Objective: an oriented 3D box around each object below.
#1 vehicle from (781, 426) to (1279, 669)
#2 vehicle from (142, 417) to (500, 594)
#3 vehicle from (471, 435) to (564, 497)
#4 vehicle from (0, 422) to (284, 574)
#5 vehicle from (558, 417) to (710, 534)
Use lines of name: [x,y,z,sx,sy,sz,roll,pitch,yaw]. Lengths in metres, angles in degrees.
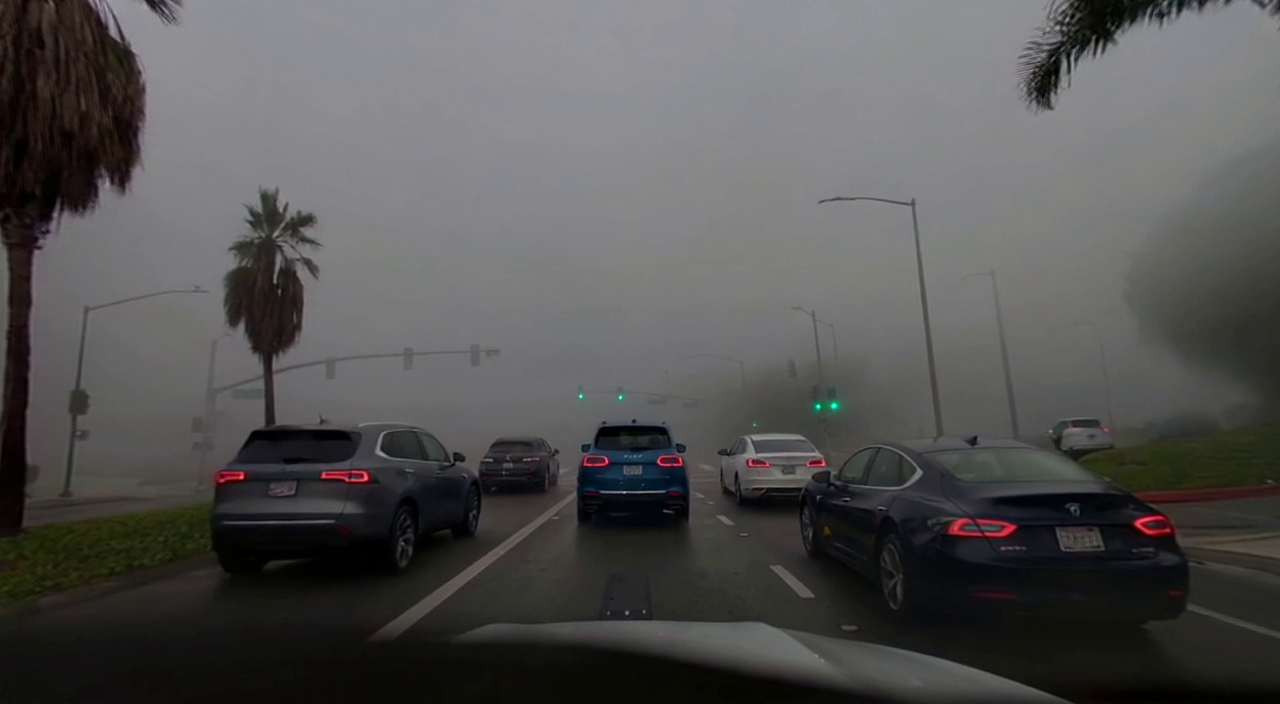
vehicle: [2.974,1.561,6.289,2.017,1.491,4.611,0,-8,-1]
vehicle: [-3.308,1.685,7.813,2.014,1.534,4.455,0,-9,1]
vehicle: [-3.381,3.229,18.181,1.927,1.568,3.733,0,-8,0]
vehicle: [-6.955,1.803,8.559,1.889,1.554,4.033,0,-8,-1]
vehicle: [-0.144,2.188,11.738,2.280,1.747,4.361,0,-8,-2]
